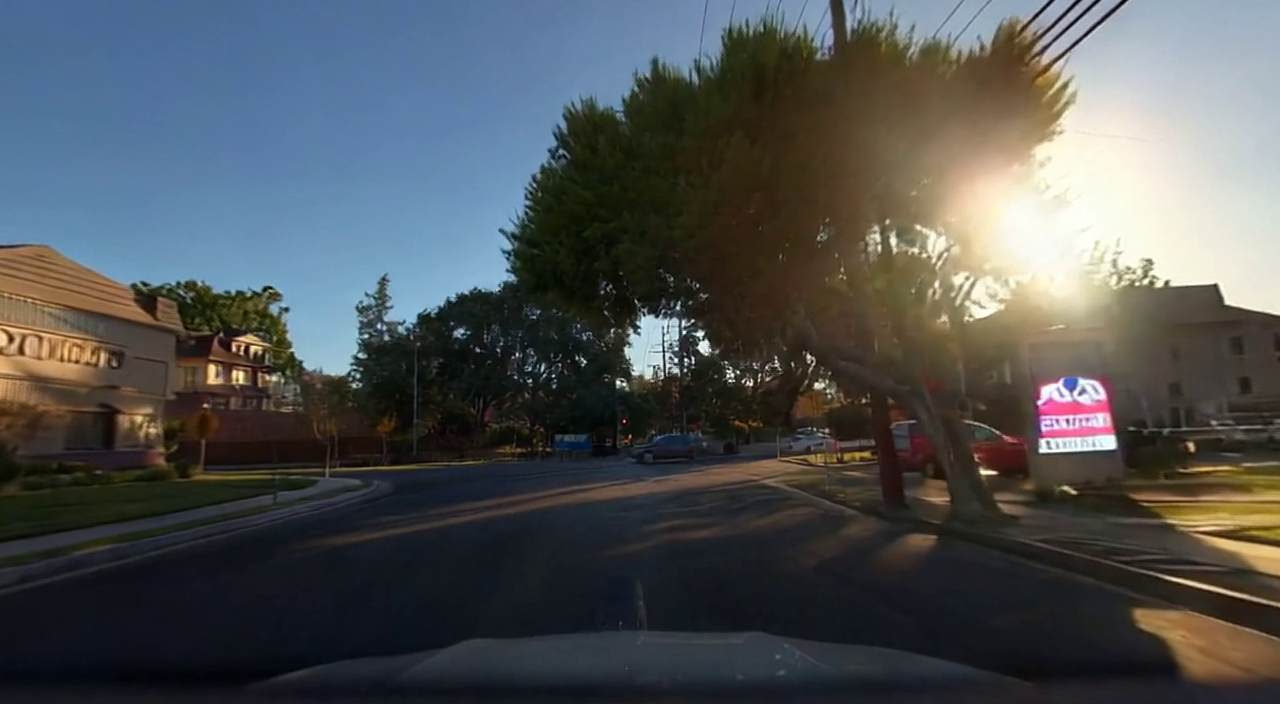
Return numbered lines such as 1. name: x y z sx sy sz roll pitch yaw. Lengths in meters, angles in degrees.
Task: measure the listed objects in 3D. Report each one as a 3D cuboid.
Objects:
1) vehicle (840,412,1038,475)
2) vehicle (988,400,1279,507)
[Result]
1. vehicle: 10.067 3.143 21.609 5.593 1.993 2.233 0 -8 0
2. vehicle: 10.106 1.835 11.590 6.000 1.740 2.356 0 -8 -2
